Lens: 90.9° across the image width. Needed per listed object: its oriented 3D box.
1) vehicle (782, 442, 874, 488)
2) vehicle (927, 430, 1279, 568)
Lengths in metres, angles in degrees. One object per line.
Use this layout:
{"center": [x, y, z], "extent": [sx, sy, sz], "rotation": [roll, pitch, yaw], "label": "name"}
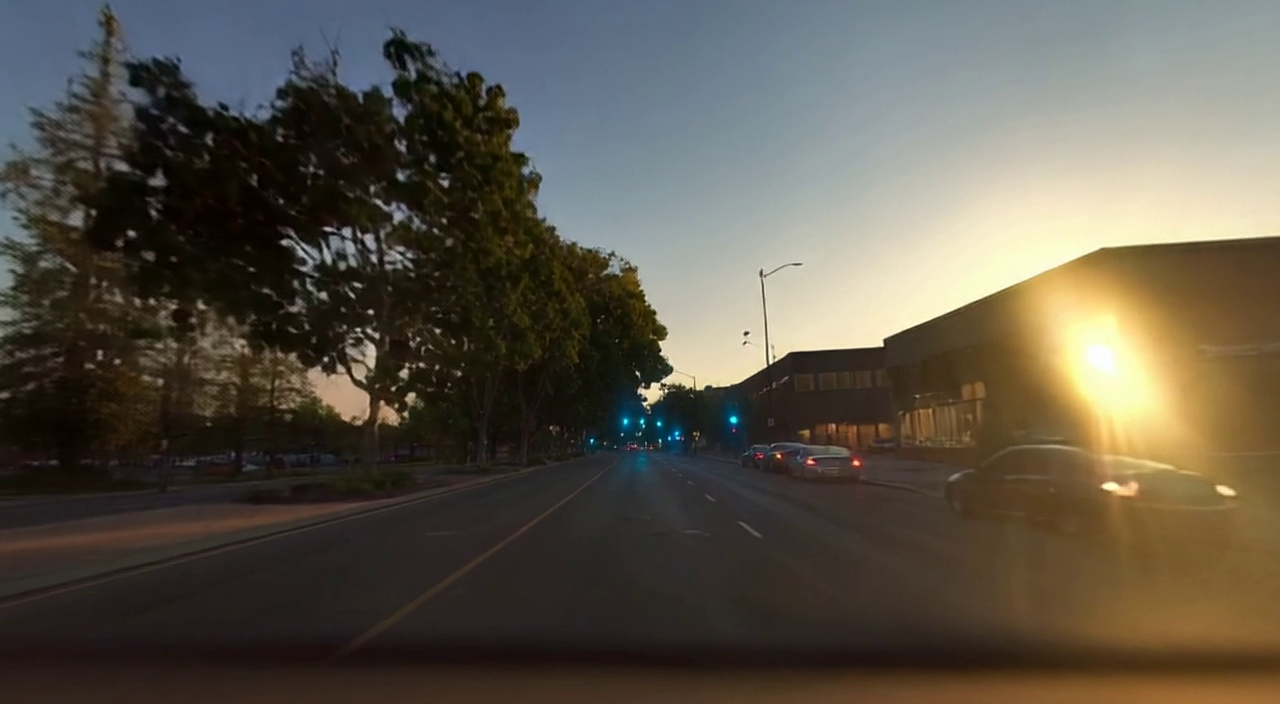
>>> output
{"center": [6.692, 4.062, 23.056], "extent": [1.847, 1.472, 4.846], "rotation": [0, -8, 0], "label": "vehicle"}
{"center": [6.554, 1.972, 9.413], "extent": [2.109, 1.477, 4.963], "rotation": [0, -8, -1], "label": "vehicle"}
